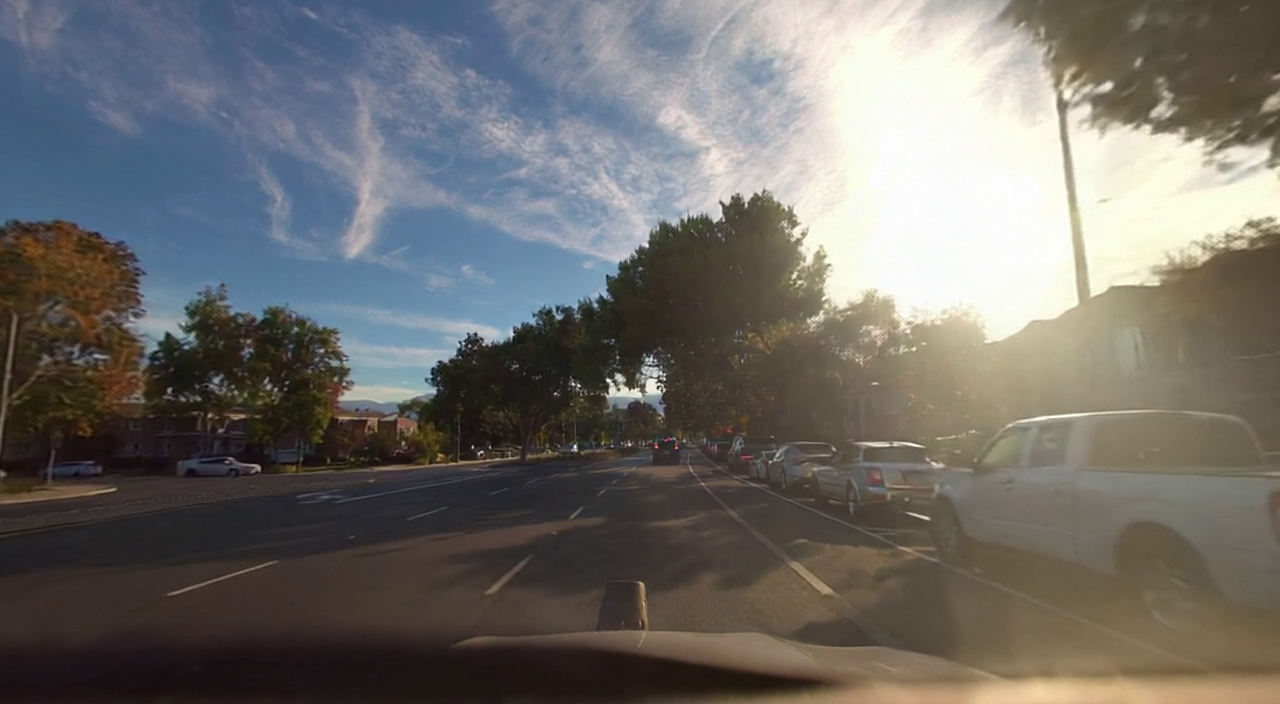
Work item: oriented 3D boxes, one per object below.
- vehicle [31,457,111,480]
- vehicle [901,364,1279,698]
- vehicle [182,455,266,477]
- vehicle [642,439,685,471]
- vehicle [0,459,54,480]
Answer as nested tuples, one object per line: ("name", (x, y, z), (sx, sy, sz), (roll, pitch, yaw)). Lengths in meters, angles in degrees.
("vehicle", (-41.120, 8.411, 45.581), (4.292, 1.497, 1.883), (-1, -8, 8))
("vehicle", (4.323, 1.268, 5.531), (1.973, 1.749, 4.608), (0, -8, -1))
("vehicle", (-29.604, 8.091, 44.963), (4.591, 1.468, 1.805), (1, -8, -9))
("vehicle", (1.181, 5.158, 31.723), (2.011, 1.480, 4.170), (0, -8, 2))
("vehicle", (-45.658, 8.623, 46.227), (3.970, 1.434, 1.688), (-2, -8, 10))
